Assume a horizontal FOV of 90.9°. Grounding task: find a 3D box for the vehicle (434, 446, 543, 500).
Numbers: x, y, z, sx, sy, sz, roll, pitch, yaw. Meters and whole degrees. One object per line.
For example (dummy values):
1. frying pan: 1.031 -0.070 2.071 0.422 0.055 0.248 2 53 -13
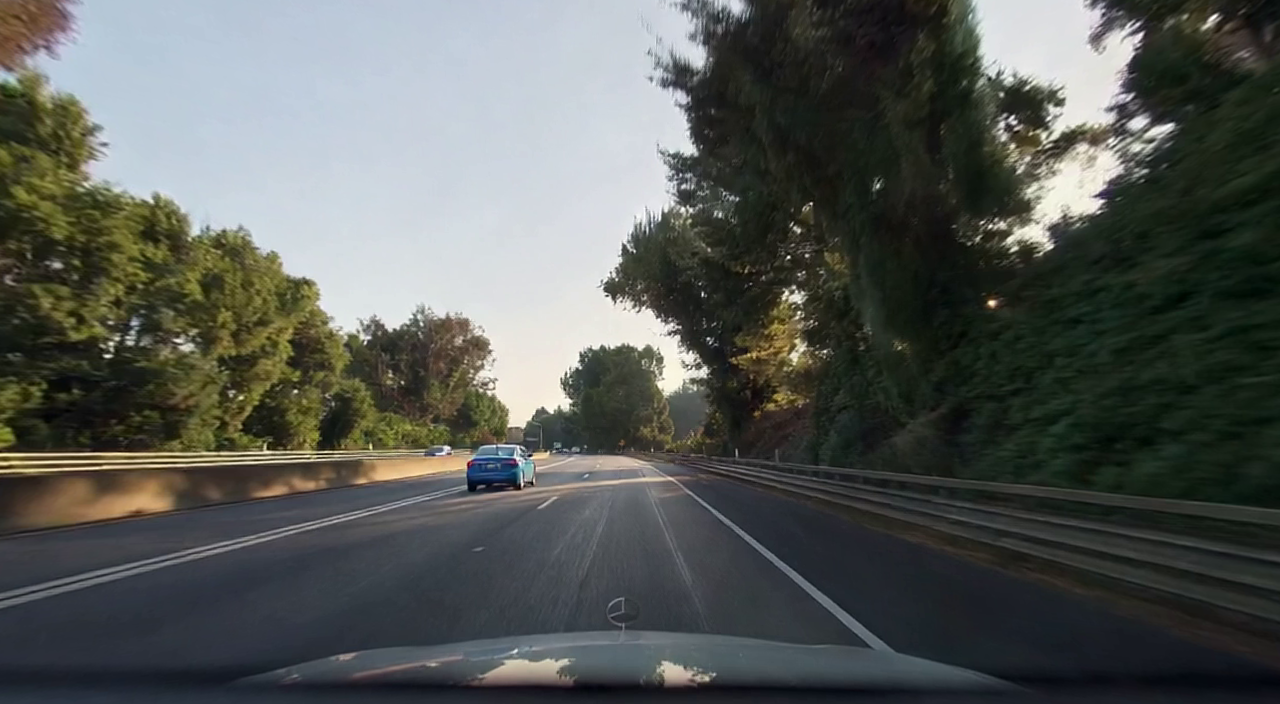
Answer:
1. vehicle: -4.354 3.544 18.910 2.126 1.411 4.433 0 -9 1
